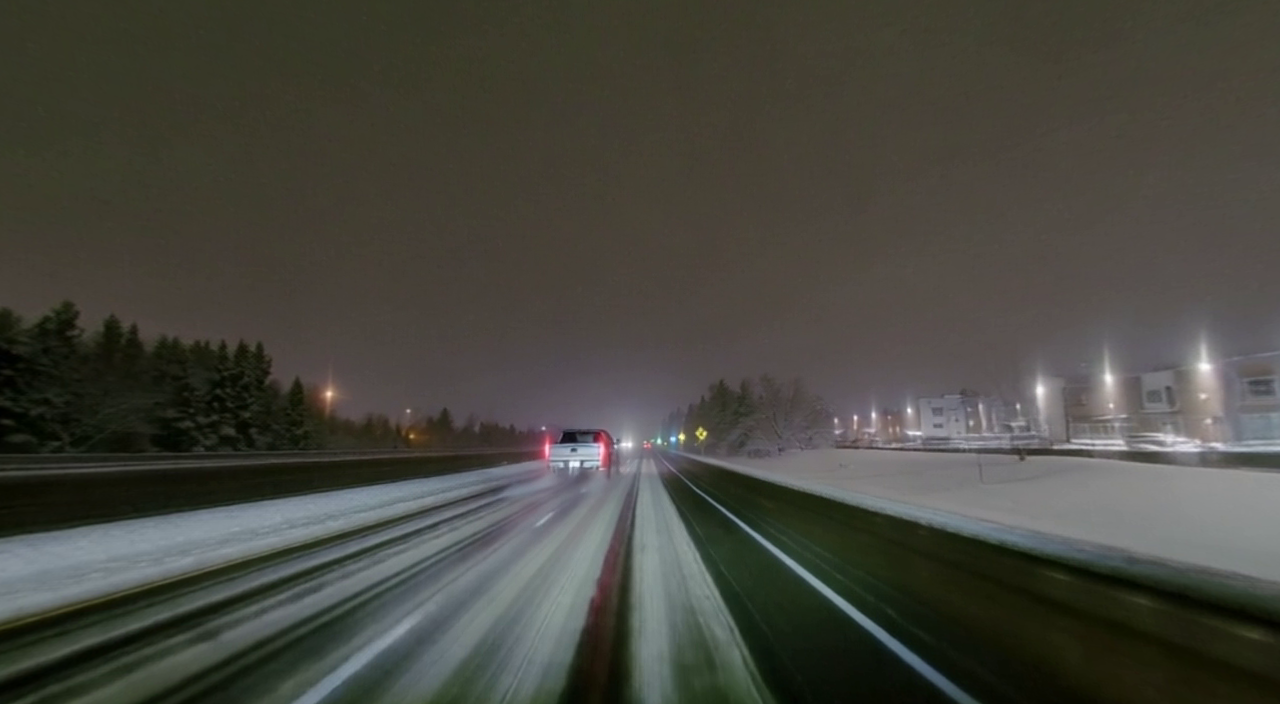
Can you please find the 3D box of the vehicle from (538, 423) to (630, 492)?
[{"bbox_3d":[-1.642,3.422,20.796,2.350,1.932,5.562,-1,-8,2],"label":"vehicle"}]
